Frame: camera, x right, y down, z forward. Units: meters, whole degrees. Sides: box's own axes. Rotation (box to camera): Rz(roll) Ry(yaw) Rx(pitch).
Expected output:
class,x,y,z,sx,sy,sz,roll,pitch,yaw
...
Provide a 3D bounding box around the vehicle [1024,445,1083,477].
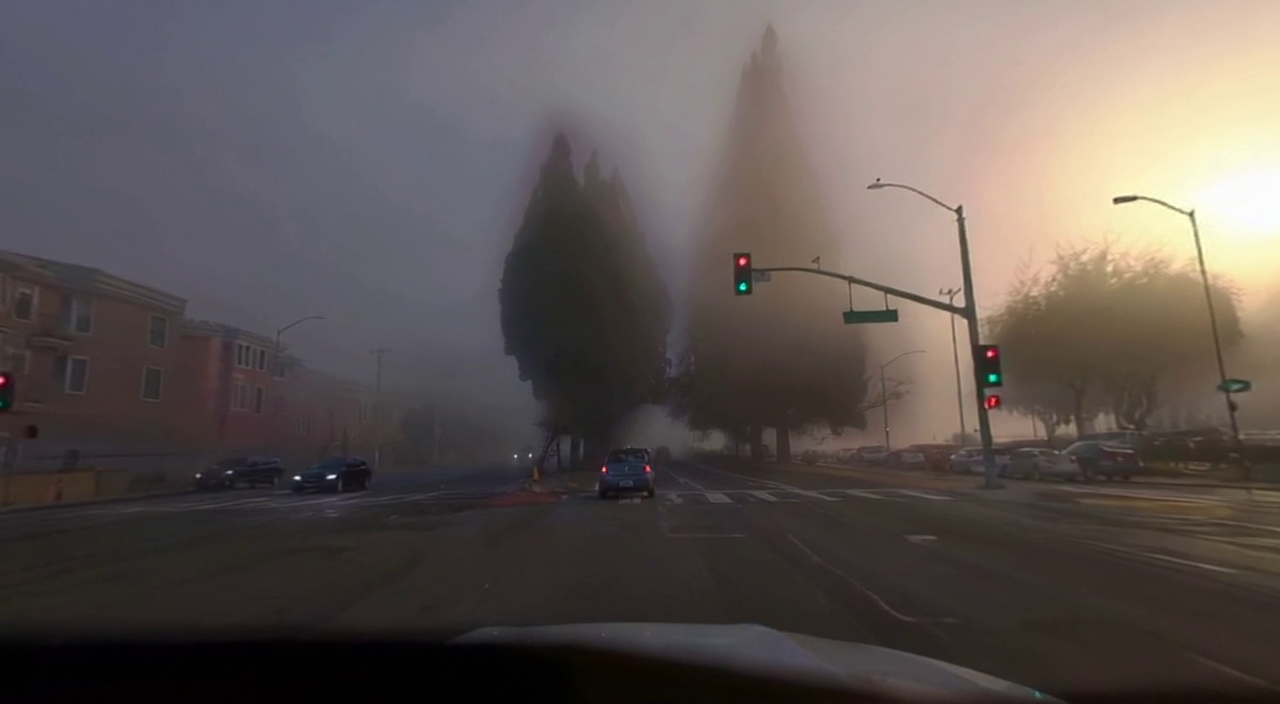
class,x,y,z,sx,sy,sz,roll,pitch,yaw
vehicle,19.944,5.205,30.296,1.717,1.444,3.788,-8,-12,41

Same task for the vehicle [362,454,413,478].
class,x,y,z,sx,sy,sz,roll,pitch,yaw
vehicle,-19.662,8.883,49.307,2.070,1.723,4.634,0,-9,0

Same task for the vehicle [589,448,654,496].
class,x,y,z,sx,sy,sz,roll,pitch,yaw
vehicle,-0.593,4.063,21.721,2.010,1.447,4.121,0,-9,0

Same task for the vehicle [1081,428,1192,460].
class,x,y,z,sx,sy,sz,roll,pitch,yaw
vehicle,31.082,5.809,39.487,5.079,1.893,2.254,1,-11,-5

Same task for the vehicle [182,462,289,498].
class,x,y,z,sx,sy,sz,roll,pitch,yaw
vehicle,-19.417,6.155,30.500,2.018,1.468,4.768,0,-9,0

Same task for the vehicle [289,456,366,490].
class,x,y,z,sx,sy,sz,roll,pitch,yaw
vehicle,-15.859,6.128,32.176,1.947,1.564,3.809,0,-9,0

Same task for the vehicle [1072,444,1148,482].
class,x,y,z,sx,sy,sz,roll,pitch,yaw
vehicle,19.827,4.618,26.459,1.932,1.430,4.203,-8,-12,43

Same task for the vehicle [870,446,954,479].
class,x,y,z,sx,sy,sz,roll,pitch,yaw
vehicle,12.776,5.172,29.867,1.849,1.429,4.335,0,-9,-3

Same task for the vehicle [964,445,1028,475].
class,x,y,z,sx,sy,sz,roll,pitch,yaw
vehicle,19.041,5.706,33.617,1.900,1.490,4.238,-8,-12,43
